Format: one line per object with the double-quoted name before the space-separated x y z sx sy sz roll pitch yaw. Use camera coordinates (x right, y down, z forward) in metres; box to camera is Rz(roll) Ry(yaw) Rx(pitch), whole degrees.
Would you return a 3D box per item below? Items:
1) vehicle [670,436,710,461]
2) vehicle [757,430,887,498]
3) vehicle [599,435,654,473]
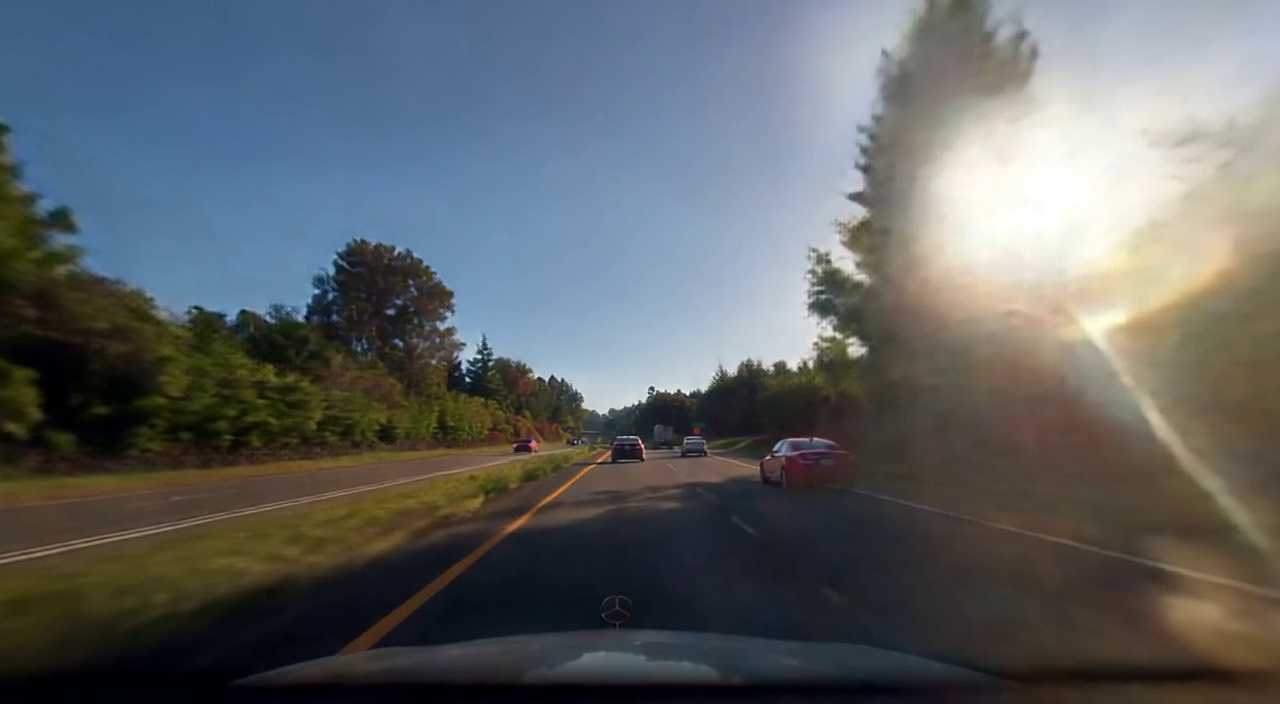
"vehicle" 3.097 6.060 39.916 2.004 1.469 4.472 0 -8 -2
"vehicle" 4.531 2.822 16.439 2.066 1.526 4.216 0 -8 -1
"vehicle" -0.575 4.223 26.520 2.143 1.466 3.693 0 -8 -1
